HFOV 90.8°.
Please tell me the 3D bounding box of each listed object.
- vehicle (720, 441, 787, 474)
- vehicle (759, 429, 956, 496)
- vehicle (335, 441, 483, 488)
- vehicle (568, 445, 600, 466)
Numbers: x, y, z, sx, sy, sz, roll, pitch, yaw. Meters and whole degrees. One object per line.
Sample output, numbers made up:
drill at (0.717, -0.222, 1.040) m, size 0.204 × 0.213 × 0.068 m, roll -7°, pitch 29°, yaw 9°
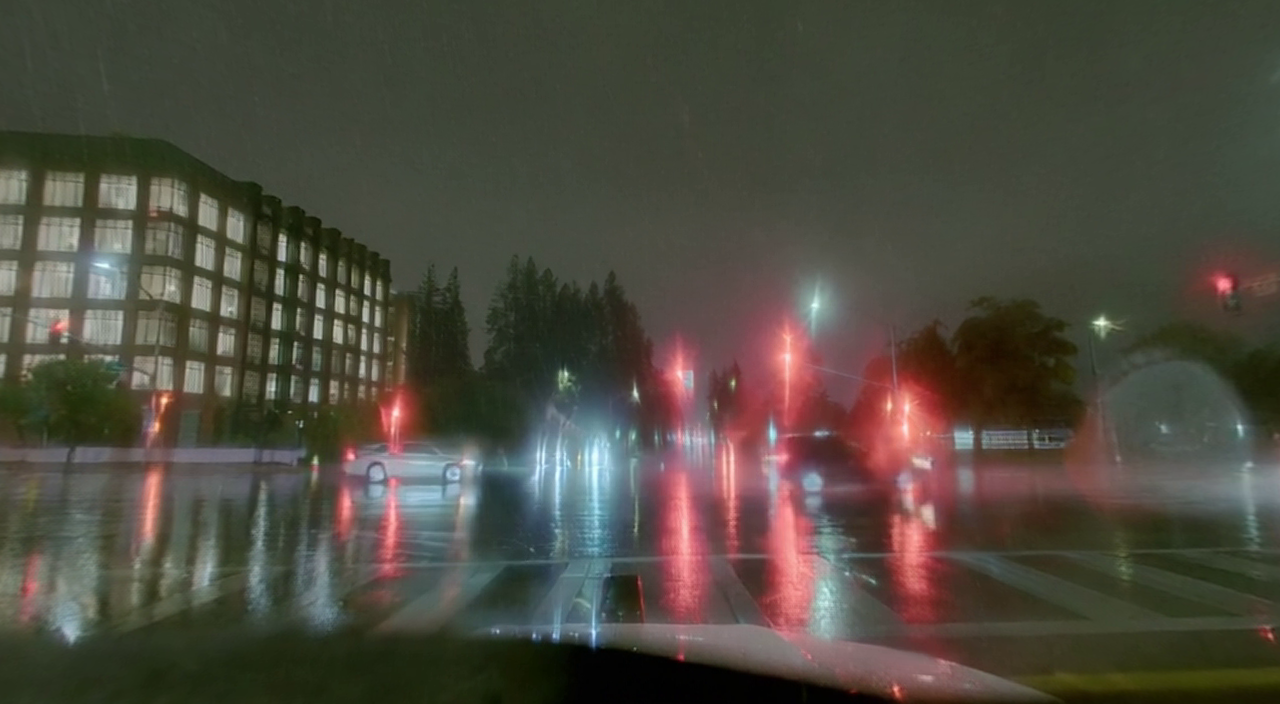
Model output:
vehicle at (5.912, 5.412, 32.611) m, size 1.955 × 1.569 × 4.397 m, roll -5°, pitch -10°, yaw 30°
vehicle at (6.241, 3.197, 18.518) m, size 4.923 × 1.800 × 2.153 m, roll 1°, pitch -8°, yaw -6°
vehicle at (-7.643, 3.759, 21.357) m, size 4.424 × 1.454 × 2.043 m, roll 2°, pitch -9°, yaw -15°
vehicle at (-4.337, 8.129, 49.765) m, size 2.130 × 1.613 × 4.121 m, roll 0°, pitch -8°, yaw 0°
